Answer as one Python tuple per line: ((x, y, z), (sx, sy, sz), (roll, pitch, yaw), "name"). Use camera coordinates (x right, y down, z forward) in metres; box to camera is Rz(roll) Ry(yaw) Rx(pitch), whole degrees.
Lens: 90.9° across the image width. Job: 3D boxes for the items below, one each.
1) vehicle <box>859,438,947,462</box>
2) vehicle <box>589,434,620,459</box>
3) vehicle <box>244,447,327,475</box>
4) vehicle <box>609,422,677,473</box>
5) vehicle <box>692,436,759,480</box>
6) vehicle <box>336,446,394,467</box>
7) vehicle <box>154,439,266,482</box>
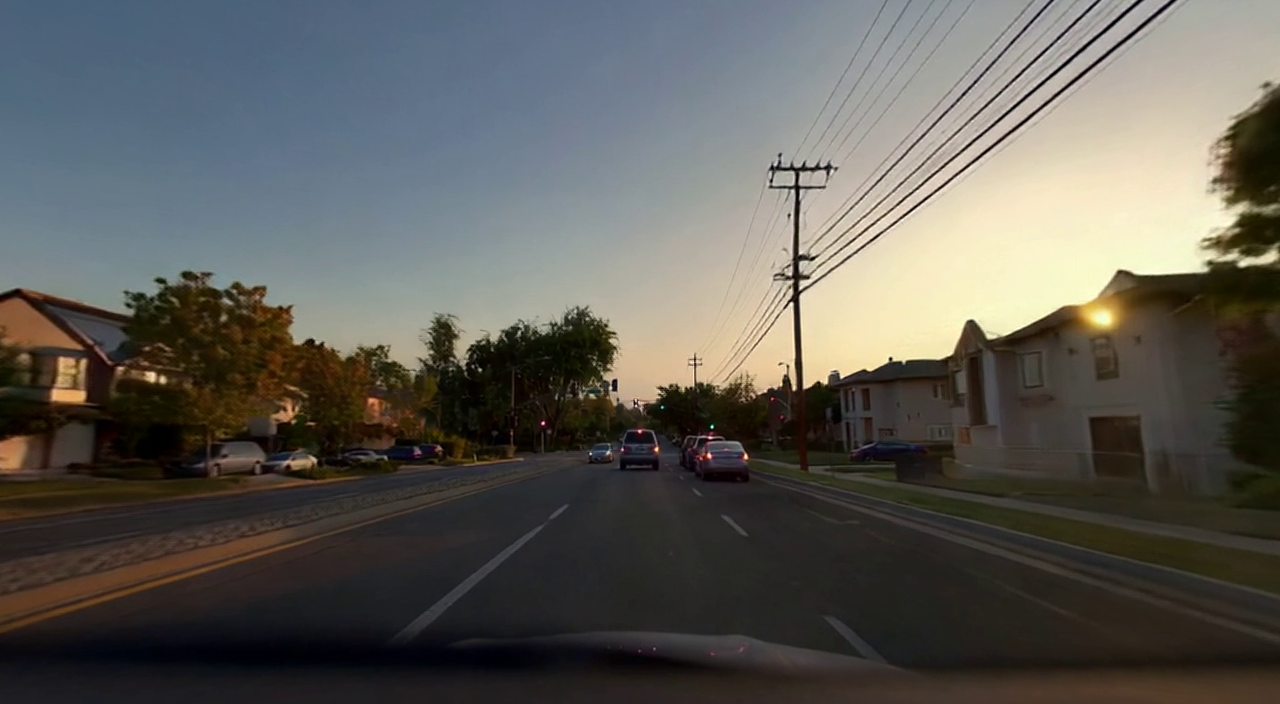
((16.505, 6.178, 39.676), (4.671, 1.495, 1.900), (-1, -9, 3), "vehicle")
((-2.738, 7.463, 49.620), (1.999, 1.864, 4.279), (0, -9, 2), "vehicle")
((-19.861, 6.099, 35.564), (1.866, 1.471, 4.770), (0, -9, 1), "vehicle")
((0.135, 4.335, 28.558), (2.769, 2.087, 5.130), (0, -9, 0), "vehicle")
((3.159, 4.008, 24.056), (2.002, 1.511, 4.124), (0, -9, 0), "vehicle")
((-19.811, 7.535, 45.622), (1.891, 1.460, 4.681), (0, -9, 2), "vehicle")
((-20.124, 5.077, 29.785), (2.046, 1.874, 4.448), (0, -9, 2), "vehicle")
